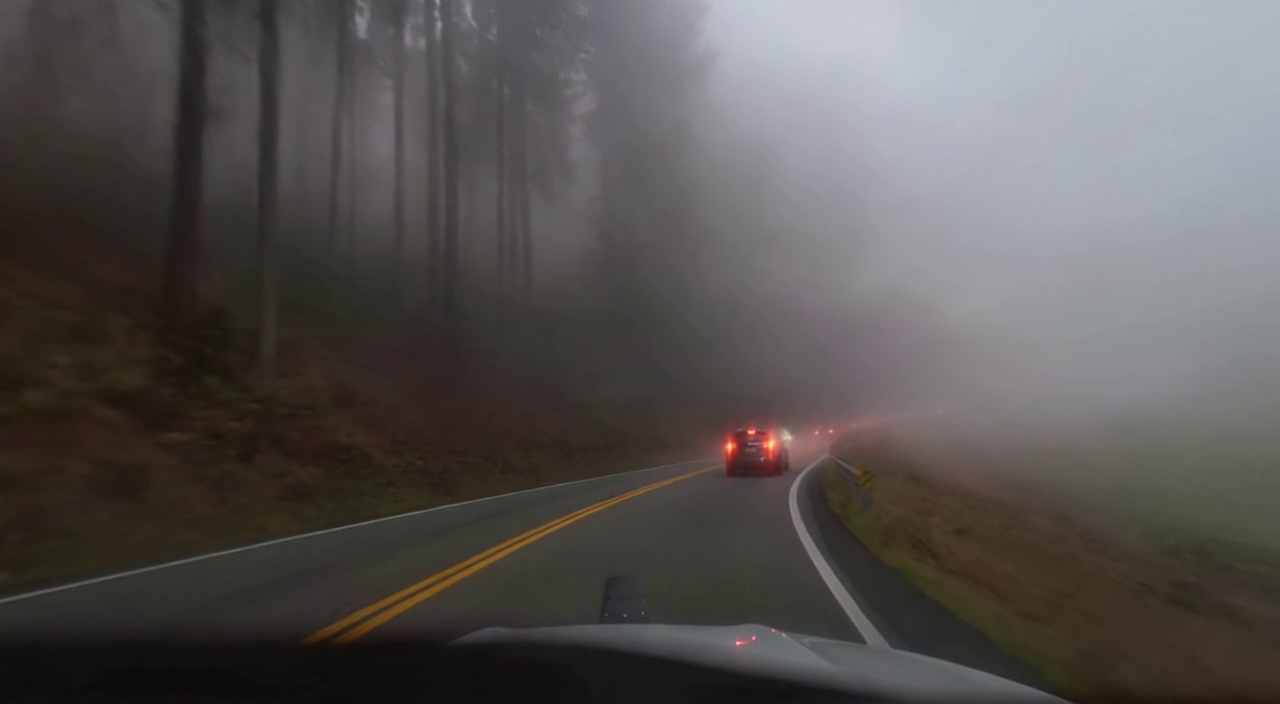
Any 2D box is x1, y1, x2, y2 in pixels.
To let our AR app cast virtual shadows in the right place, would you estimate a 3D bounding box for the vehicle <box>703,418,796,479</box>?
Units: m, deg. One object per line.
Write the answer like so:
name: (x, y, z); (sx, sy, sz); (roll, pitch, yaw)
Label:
vehicle: (3.418, 2.891, 19.008); (2.274, 1.583, 4.349); (-2, -9, 15)
